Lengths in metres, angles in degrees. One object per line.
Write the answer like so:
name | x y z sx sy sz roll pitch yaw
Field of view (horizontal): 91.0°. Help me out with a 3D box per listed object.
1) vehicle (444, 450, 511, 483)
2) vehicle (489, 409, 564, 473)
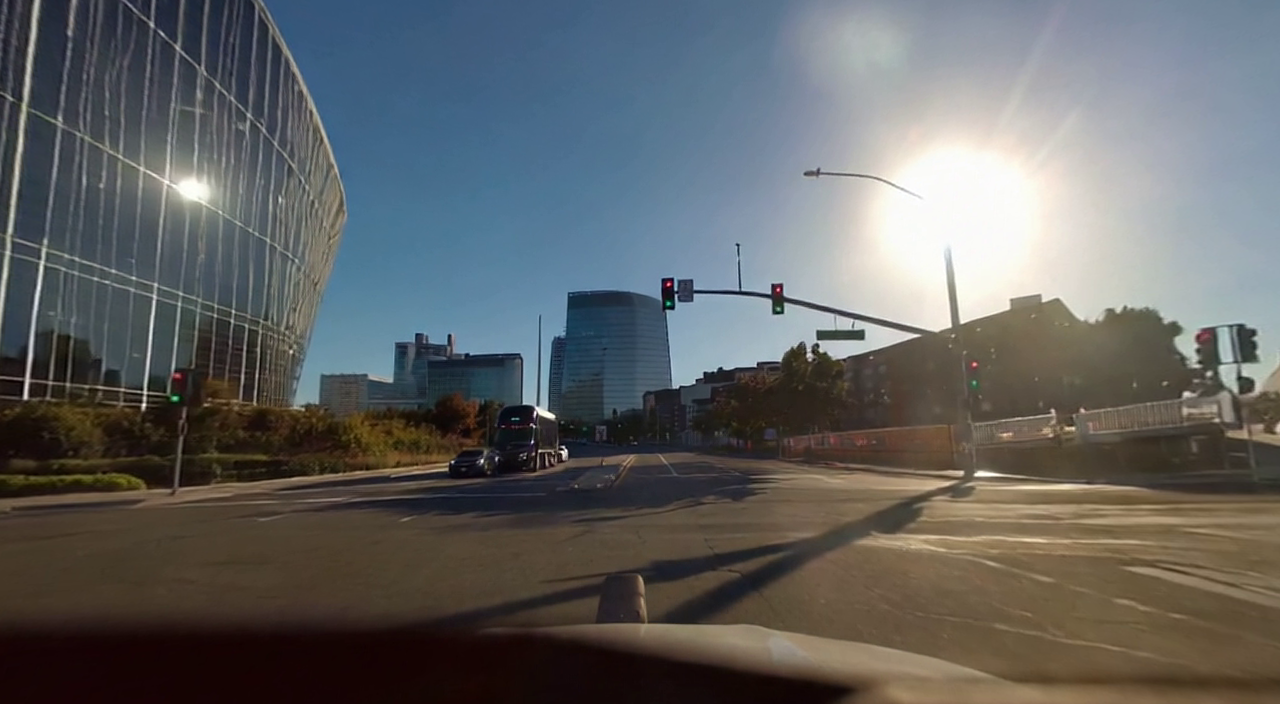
vehicle | -8.146 5.749 31.977 2.113 1.535 4.504 0 -9 1
vehicle | -7.520 6.238 43.688 3.109 3.888 11.000 0 -9 0
